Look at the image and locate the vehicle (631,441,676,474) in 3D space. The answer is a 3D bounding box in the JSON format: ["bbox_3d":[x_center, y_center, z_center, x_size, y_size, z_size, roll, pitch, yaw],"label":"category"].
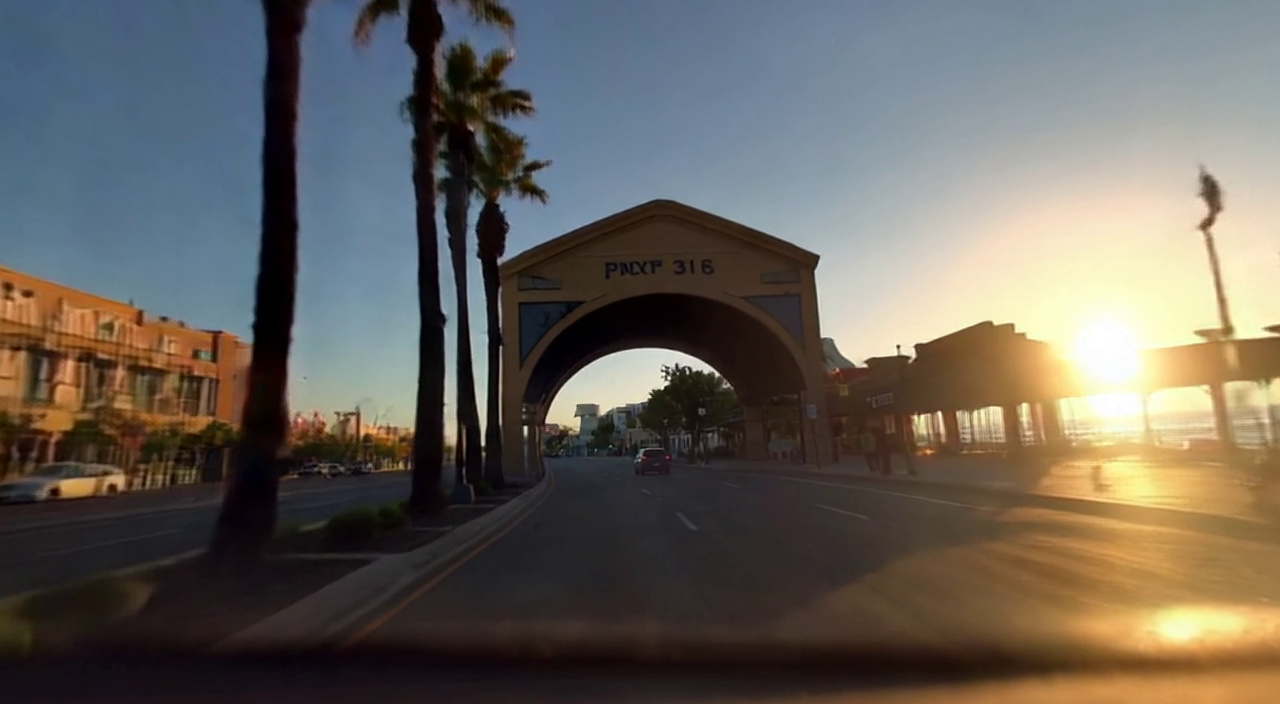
[{"bbox_3d":[0.767,6.954,42.063,2.284,2.010,6.670,0,-8,-5],"label":"vehicle"}]

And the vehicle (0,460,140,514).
[{"bbox_3d":[-21.804,4.944,23.633,2.285,1.689,4.968,0,-9,-3],"label":"vehicle"}]
